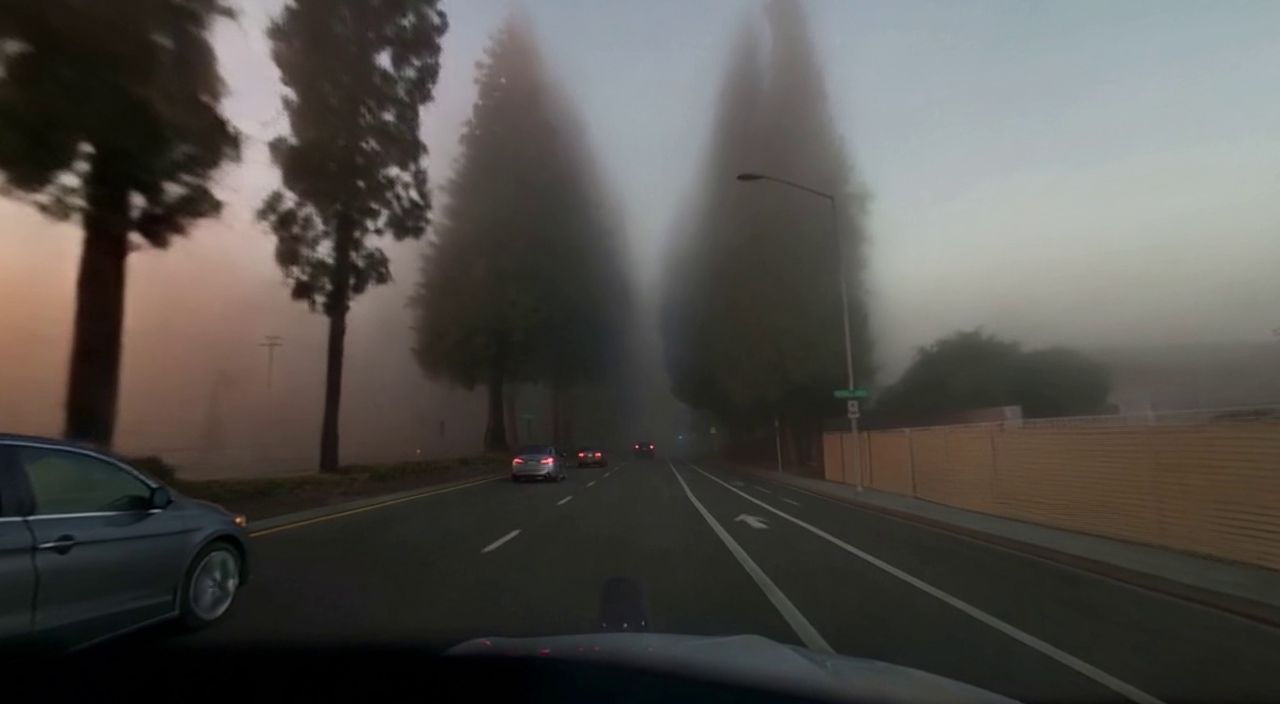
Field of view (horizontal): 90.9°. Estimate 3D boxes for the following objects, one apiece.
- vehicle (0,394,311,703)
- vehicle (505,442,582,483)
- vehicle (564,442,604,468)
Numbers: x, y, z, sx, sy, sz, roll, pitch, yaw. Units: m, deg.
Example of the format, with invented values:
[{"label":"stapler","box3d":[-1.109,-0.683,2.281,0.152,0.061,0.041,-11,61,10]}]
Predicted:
[{"label":"vehicle","box3d":[-4.061,0.997,3.078,2.190,1.545,4.943,0,-8,1]},{"label":"vehicle","box3d":[-3.733,4.371,25.289,2.188,1.473,4.651,0,-8,2]},{"label":"vehicle","box3d":[-3.553,6.609,40.584,2.110,1.529,4.743,0,-8,1]}]
